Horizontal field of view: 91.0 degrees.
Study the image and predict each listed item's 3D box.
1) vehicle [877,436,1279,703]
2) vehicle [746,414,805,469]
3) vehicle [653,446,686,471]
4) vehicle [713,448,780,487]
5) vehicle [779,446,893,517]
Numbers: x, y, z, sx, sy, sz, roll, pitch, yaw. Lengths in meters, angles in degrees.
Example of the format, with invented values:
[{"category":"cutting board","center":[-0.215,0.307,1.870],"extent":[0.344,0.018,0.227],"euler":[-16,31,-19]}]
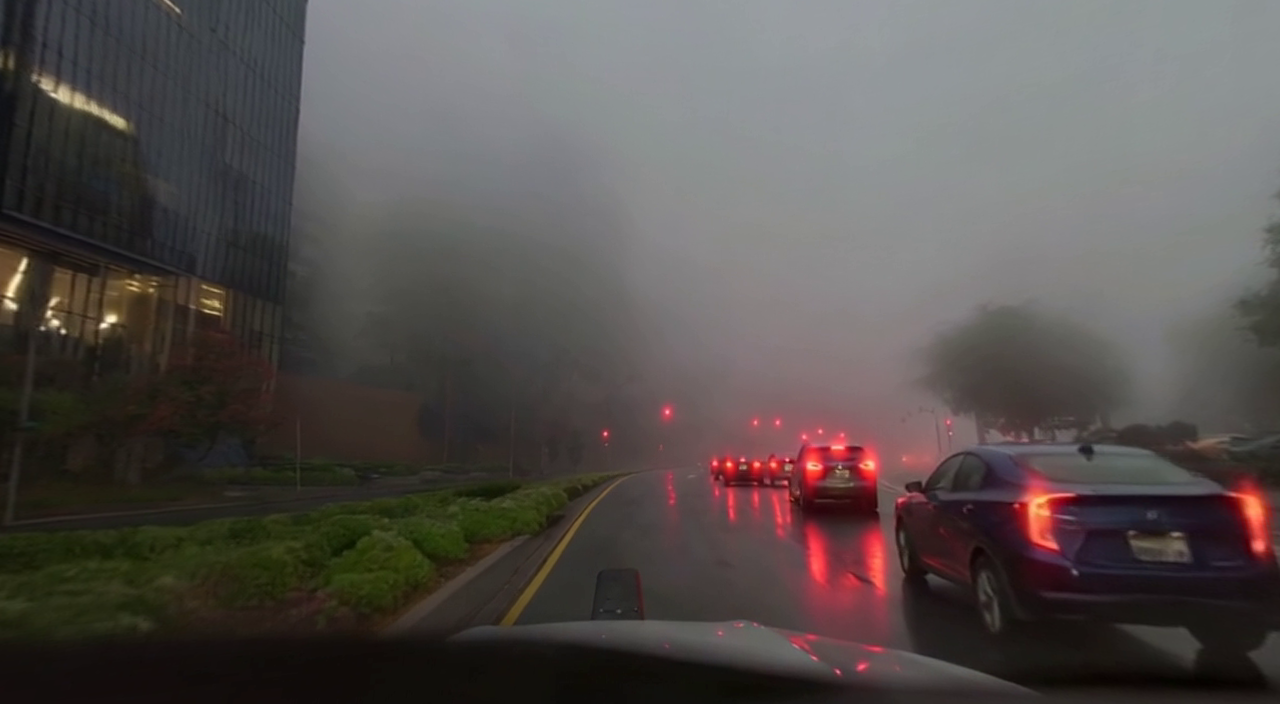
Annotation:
[{"category":"vehicle","center":[3.342,1.427,4.810],"extent":[2.032,1.490,3.871],"euler":[-1,-9,8]},{"category":"vehicle","center":[9.971,6.865,48.009],"extent":[3.128,3.616,13.736],"euler":[-1,-9,7]},{"category":"vehicle","center":[2.200,7.650,45.453],"extent":[2.121,1.728,4.161],"euler":[-1,-9,6]},{"category":"vehicle","center":[4.649,5.088,28.075],"extent":[2.183,1.553,3.923],"euler":[0,-9,-1]},{"category":"vehicle","center":[5.072,3.352,17.038],"extent":[2.089,1.609,4.922],"euler":[-1,-9,7]}]
